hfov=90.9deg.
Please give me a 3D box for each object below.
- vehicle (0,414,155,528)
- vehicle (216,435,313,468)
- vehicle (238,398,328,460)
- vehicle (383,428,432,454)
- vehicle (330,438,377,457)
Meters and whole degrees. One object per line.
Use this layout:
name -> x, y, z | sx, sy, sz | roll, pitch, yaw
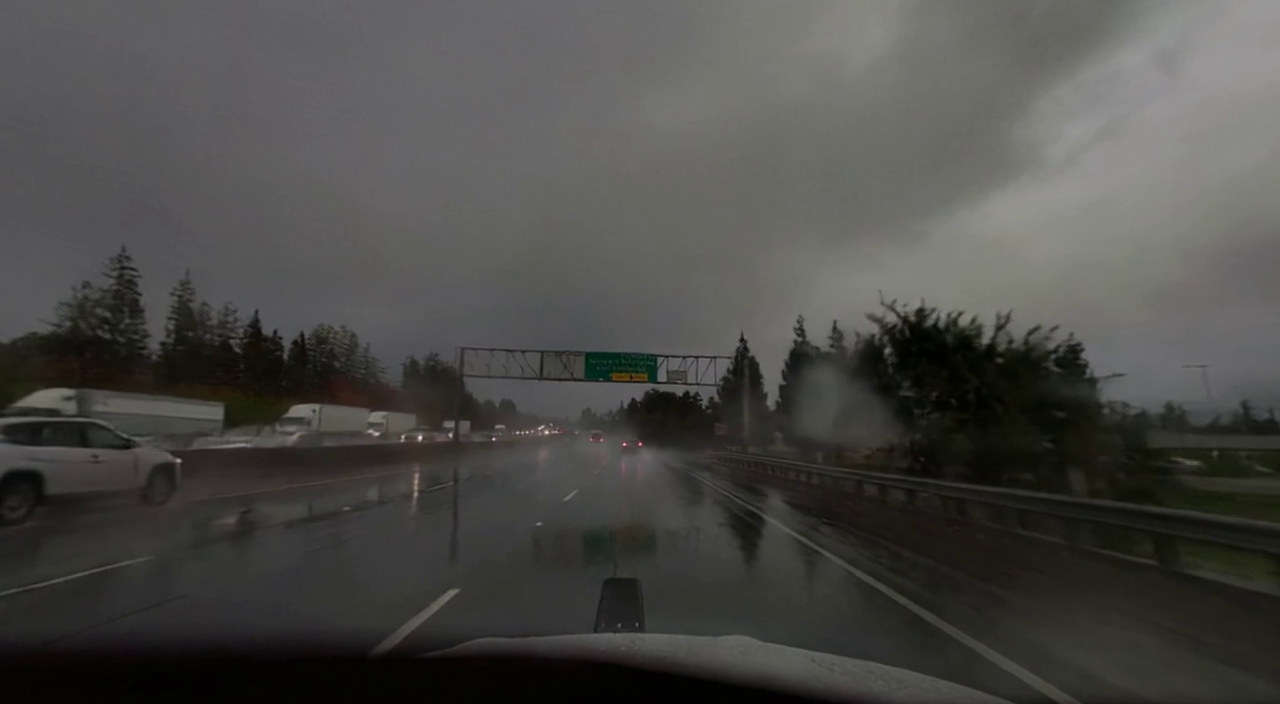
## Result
vehicle -> -10.405, 1.793, 9.632 | 2.197, 1.654, 4.823 | 0, -8, -1
vehicle -> -18.002, 4.765, 30.506 | 2.088, 1.442, 4.286 | 0, -8, 0
vehicle -> -25.489, 5.593, 45.456 | 2.884, 4.112, 6.220 | 0, -8, -3
vehicle -> -18.214, 6.997, 49.672 | 2.177, 1.876, 4.674 | 0, -8, -2
vehicle -> -21.925, 7.276, 48.351 | 1.744, 1.406, 4.176 | 0, -8, -2
